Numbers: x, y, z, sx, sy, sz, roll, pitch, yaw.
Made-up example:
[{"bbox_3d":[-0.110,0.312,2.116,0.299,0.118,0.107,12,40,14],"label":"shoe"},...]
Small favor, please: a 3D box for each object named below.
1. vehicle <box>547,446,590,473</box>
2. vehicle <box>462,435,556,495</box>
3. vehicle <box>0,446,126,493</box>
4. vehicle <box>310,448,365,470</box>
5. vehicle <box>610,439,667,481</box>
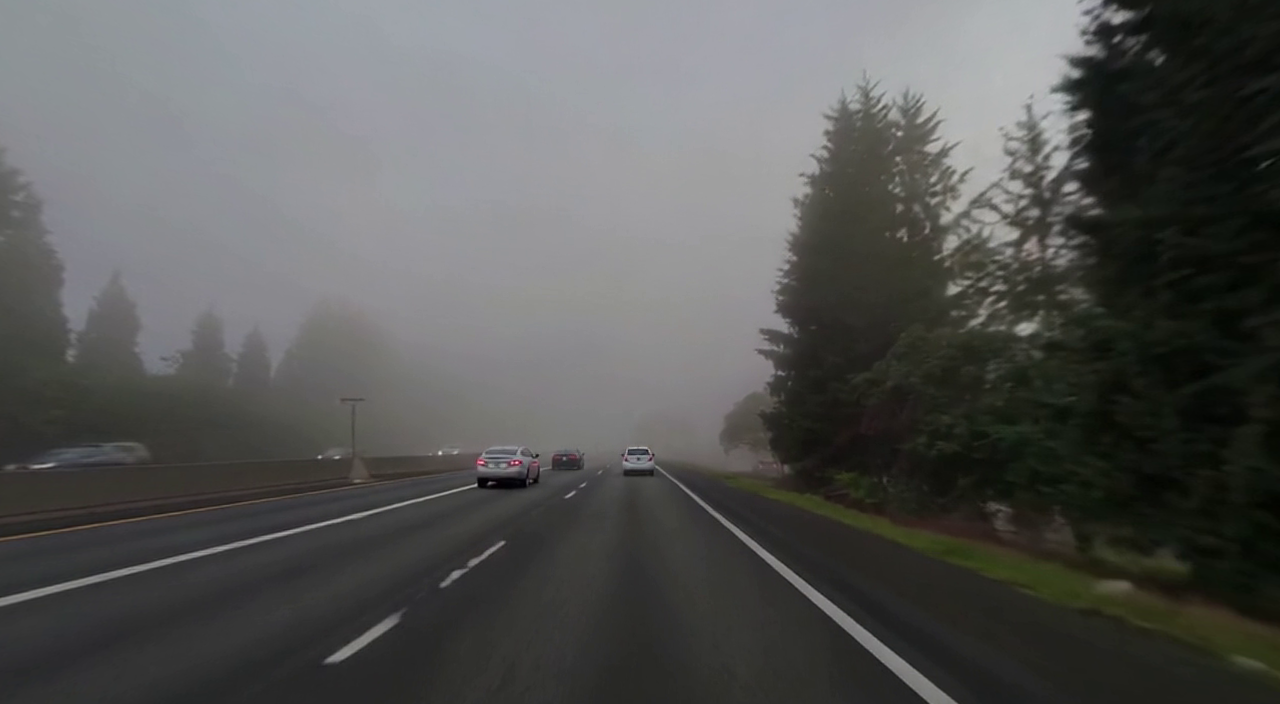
[{"bbox_3d":[-4.201,6.389,37.820,2.084,1.528,4.094,0,-9,0],"label":"vehicle"},{"bbox_3d":[-4.062,3.574,20.391,2.044,1.717,4.421,0,-9,1],"label":"vehicle"},{"bbox_3d":[-20.957,4.051,22.189,1.869,1.452,4.628,0,-9,0],"label":"vehicle"},{"bbox_3d":[-21.348,7.520,44.715,1.822,1.467,4.062,0,-9,1],"label":"vehicle"},{"bbox_3d":[-0.103,4.900,28.944,2.378,1.750,4.355,0,-9,-1],"label":"vehicle"}]
